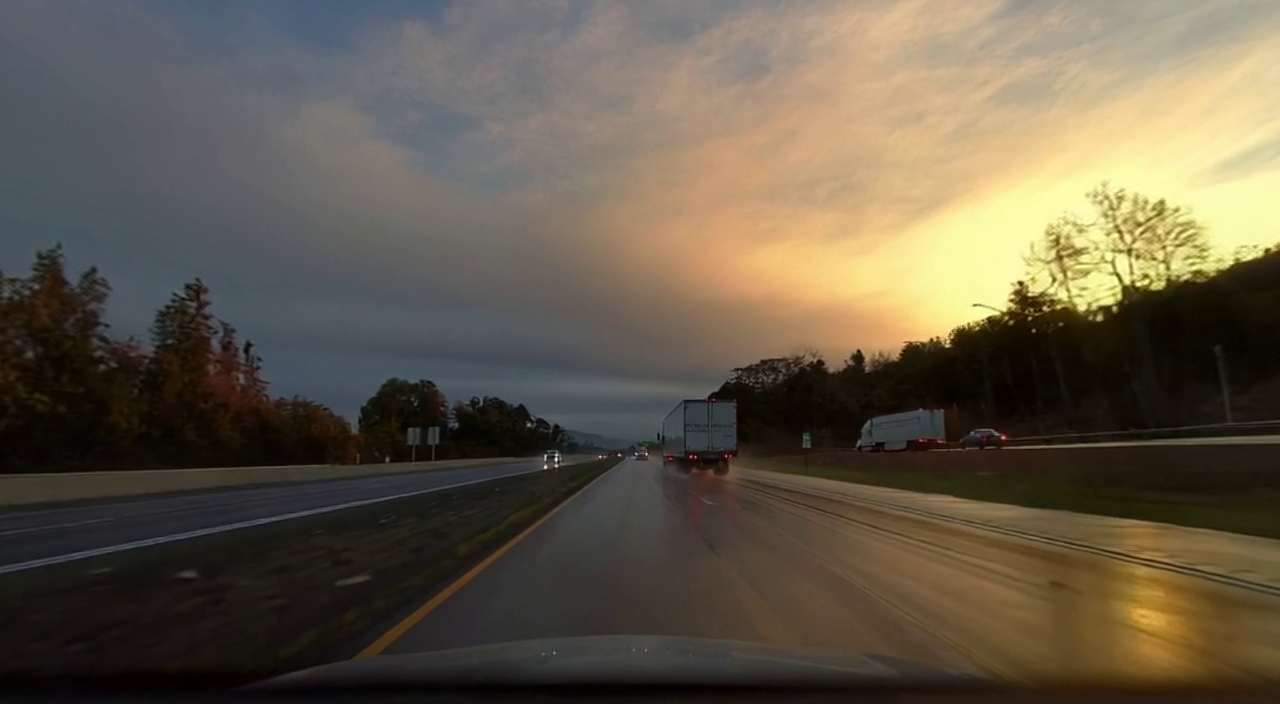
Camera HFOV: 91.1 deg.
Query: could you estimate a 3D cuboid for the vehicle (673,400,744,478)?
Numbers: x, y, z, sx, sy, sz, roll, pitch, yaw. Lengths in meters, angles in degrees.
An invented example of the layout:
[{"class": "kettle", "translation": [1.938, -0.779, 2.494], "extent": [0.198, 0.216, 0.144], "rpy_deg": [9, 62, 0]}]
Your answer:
[{"class": "vehicle", "translation": [3.996, 5.598, 39.935], "extent": [3.185, 4.154, 12.638], "rpy_deg": [0, -9, 1]}]
